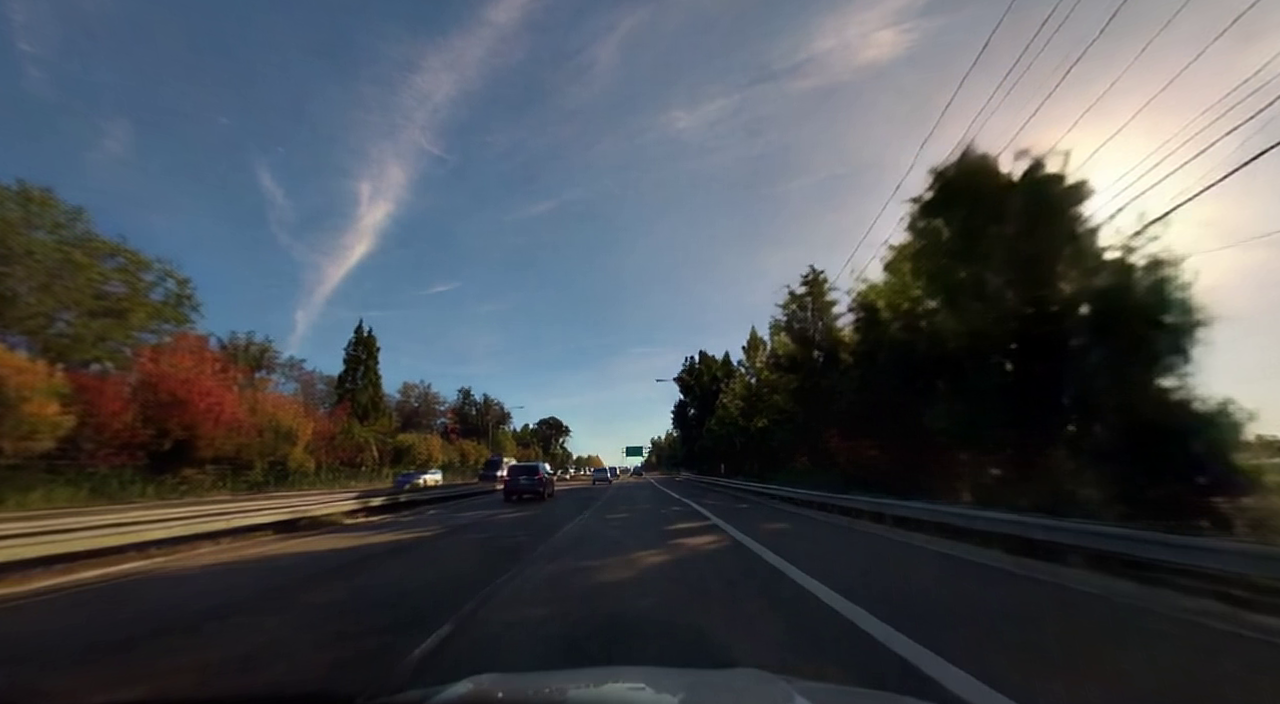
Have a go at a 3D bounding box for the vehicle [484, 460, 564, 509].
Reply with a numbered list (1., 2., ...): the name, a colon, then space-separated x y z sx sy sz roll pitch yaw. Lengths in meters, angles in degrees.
1. vehicle: -3.927 4.597 22.117 1.963 1.501 4.227 1 -11 0
